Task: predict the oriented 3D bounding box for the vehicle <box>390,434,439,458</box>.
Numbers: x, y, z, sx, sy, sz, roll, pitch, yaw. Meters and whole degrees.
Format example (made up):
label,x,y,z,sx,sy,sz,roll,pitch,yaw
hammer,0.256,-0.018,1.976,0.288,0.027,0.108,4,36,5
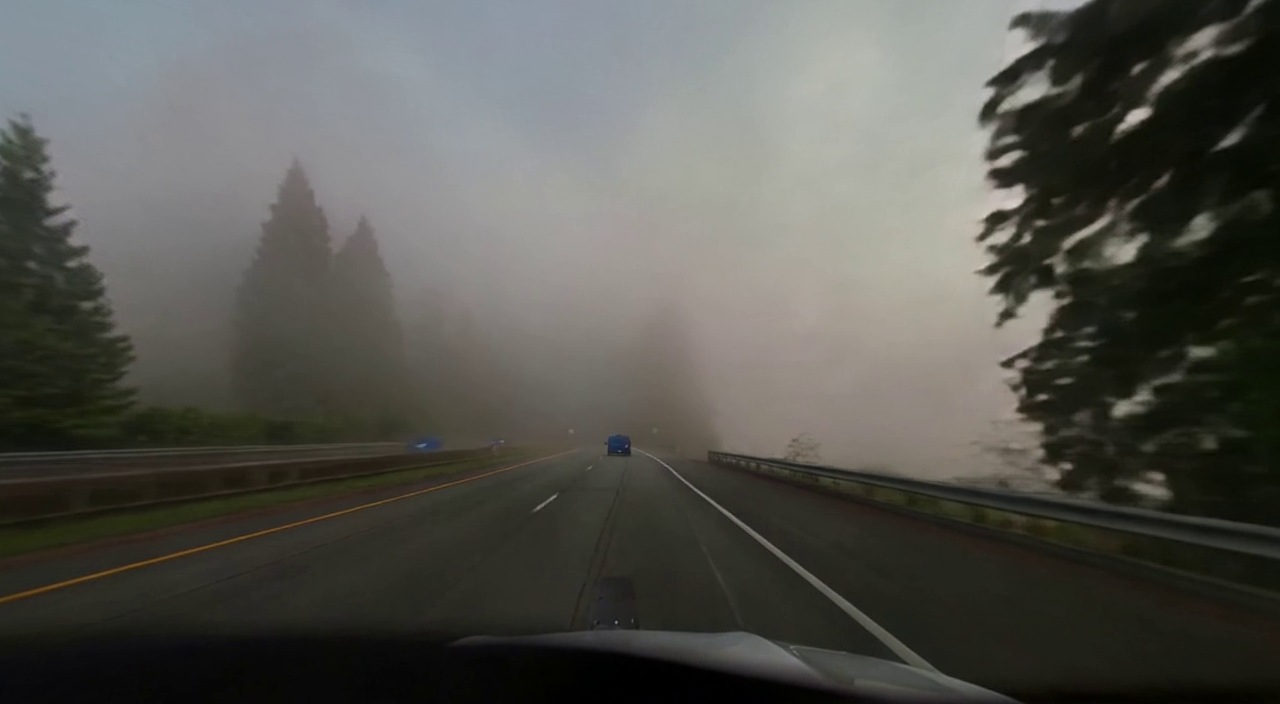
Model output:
label,x,y,z,sx,sy,sz,roll,pitch,yaw
vehicle,-16.016,6.684,44.864,1.989,1.617,4.293,-1,-8,-2
